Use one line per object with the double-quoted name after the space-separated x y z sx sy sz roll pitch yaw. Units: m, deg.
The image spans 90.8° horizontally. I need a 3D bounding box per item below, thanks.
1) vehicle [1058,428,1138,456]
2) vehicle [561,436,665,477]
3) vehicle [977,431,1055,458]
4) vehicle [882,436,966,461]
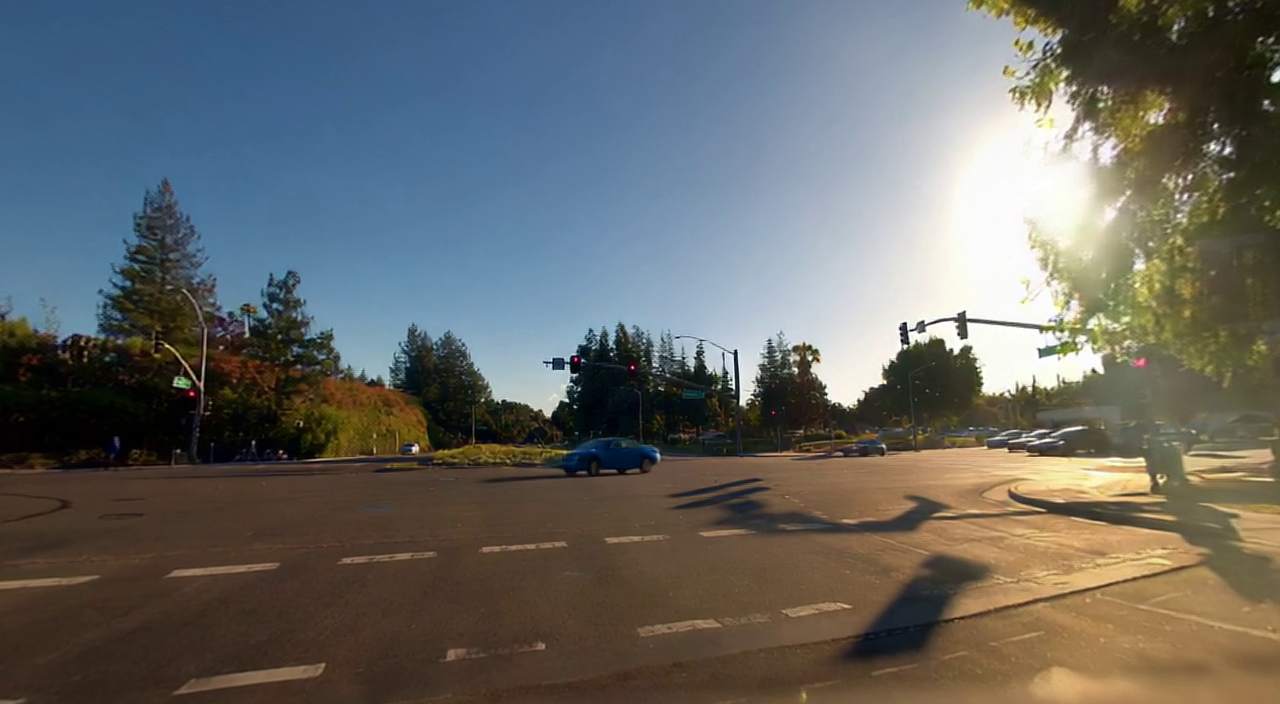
36.094 7.089 49.740 6.148 2.119 2.473 4 -10 -28 "vehicle"
-1.002 4.110 25.062 3.896 1.500 1.740 8 -12 -42 "vehicle"
26.949 6.631 45.267 5.032 1.828 2.183 4 -9 -24 "vehicle"
18.717 6.334 41.636 5.234 1.549 1.982 4 -9 -24 "vehicle"
